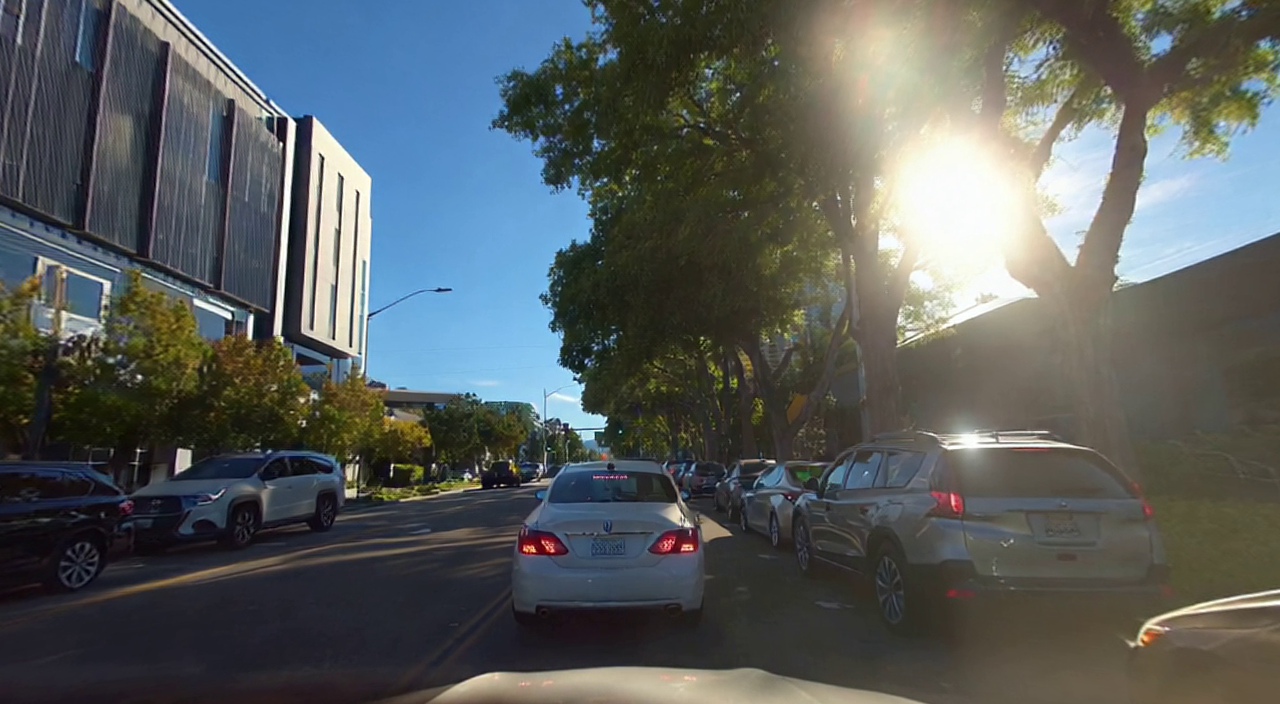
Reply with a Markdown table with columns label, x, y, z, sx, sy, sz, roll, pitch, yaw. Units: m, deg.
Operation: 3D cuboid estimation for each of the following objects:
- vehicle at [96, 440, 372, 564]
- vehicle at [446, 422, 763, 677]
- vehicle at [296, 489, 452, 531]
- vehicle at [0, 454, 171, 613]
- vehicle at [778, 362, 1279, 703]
| label | x | y | z | sx | sy | sz | roll | pitch | yaw |
| --- | --- | --- | --- | --- | --- | --- | --- | --- | --- |
| vehicle | -6.835 | 2.593 | 11.380 | 1.994 | 1.701 | 4.520 | -2 | -11 | -1 |
| vehicle | -0.199 | 1.599 | 5.927 | 2.018 | 1.583 | 3.646 | 1 | -10 | 1 |
| vehicle | -6.969 | 4.236 | 17.163 | 2.223 | 0.774 | 4.789 | 1 | -10 | 0 |
| vehicle | -6.983 | 1.693 | 5.875 | 1.900 | 1.471 | 4.202 | 1 | -10 | 0 |
| vehicle | 2.710 | 1.421 | 5.696 | 1.868 | 1.920 | 4.501 | 1 | -10 | 0 |
